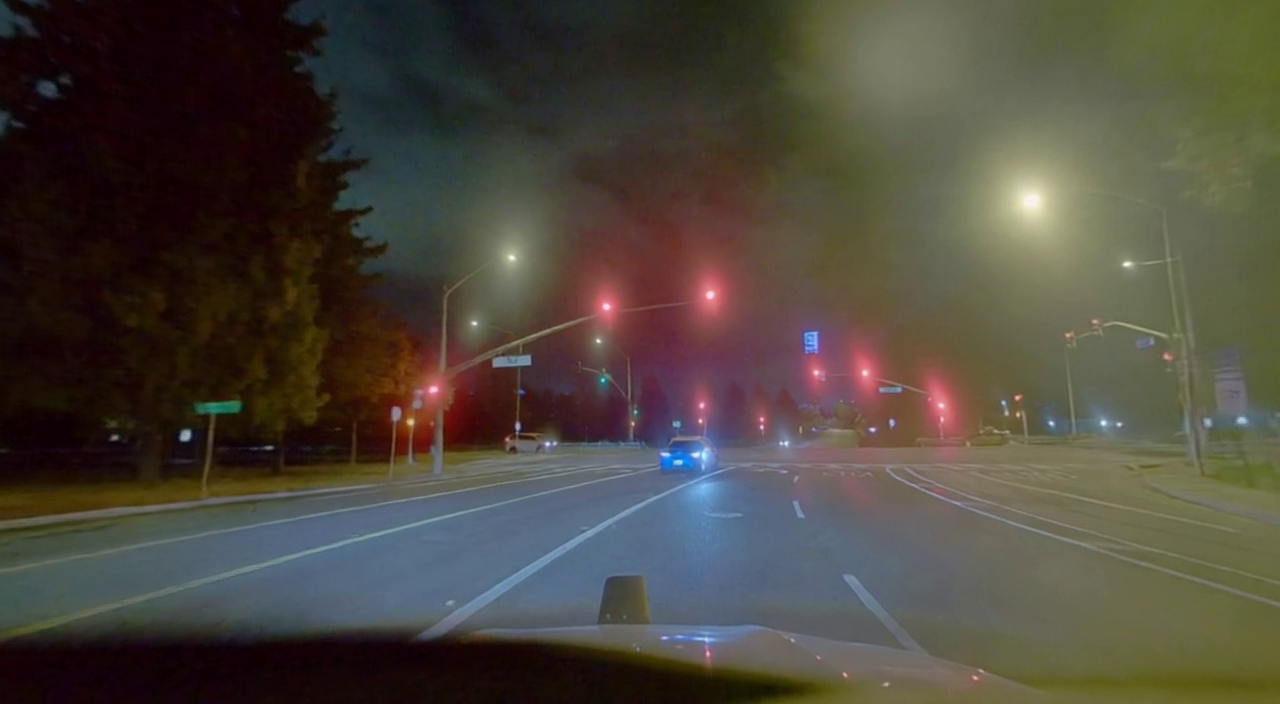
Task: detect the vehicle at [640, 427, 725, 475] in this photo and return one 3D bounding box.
[{"bbox_3d":[1.658,3.612,23.127,2.055,1.573,4.065,-3,-9,19],"label":"vehicle"}]
